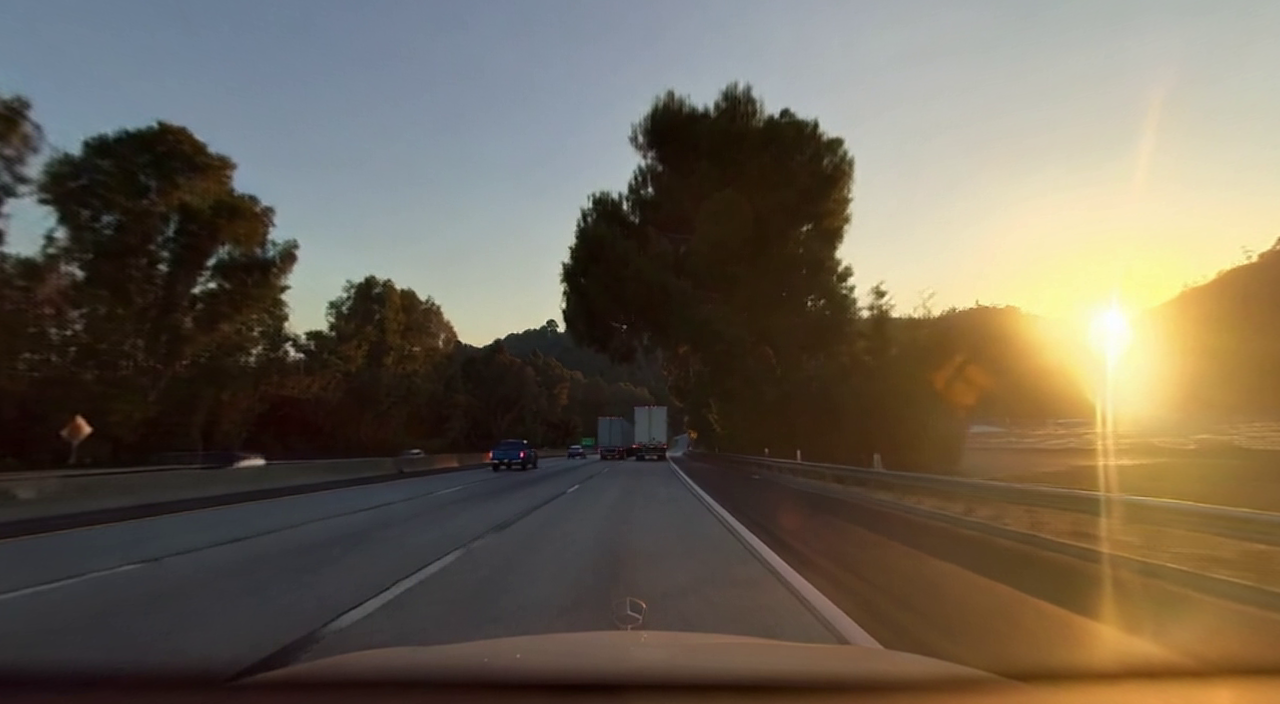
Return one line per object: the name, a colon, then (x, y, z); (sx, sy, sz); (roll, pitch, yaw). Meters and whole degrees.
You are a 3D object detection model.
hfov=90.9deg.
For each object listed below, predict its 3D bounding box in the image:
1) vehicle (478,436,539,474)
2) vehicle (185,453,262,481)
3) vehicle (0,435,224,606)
vehicle: (-6.924, 5.478, 33.751); (2.149, 1.884, 4.627); (0, -8, 1)
vehicle: (-29.754, 8.208, 45.256); (2.067, 1.818, 4.917); (0, -8, 1)
vehicle: (-7.890, 1.902, 7.451); (2.258, 1.785, 5.318); (0, -8, 1)
